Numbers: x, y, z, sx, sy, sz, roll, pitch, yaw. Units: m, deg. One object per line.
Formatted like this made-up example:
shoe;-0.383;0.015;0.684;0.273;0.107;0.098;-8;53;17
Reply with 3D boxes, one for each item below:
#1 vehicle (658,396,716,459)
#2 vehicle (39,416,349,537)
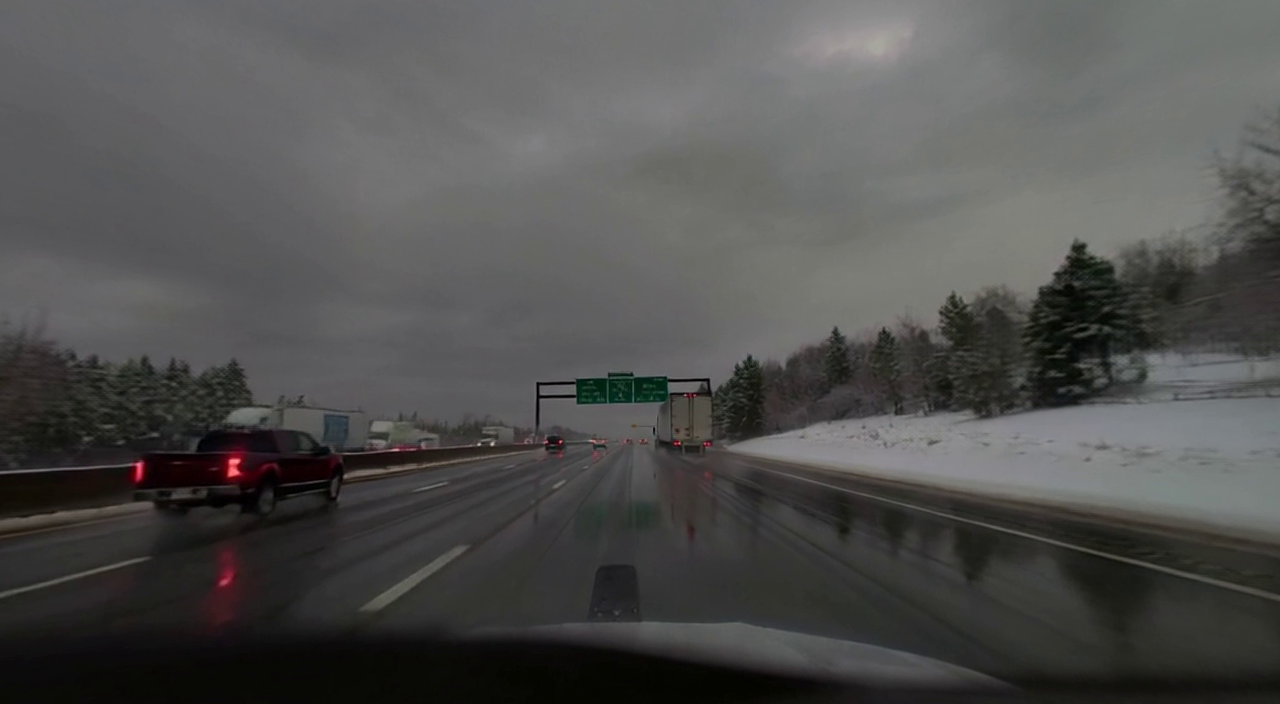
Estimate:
vehicle;2.964;5.250;43.592;2.760;3.710;12.230;0;-7;-1
vehicle;-7.224;2.019;11.023;2.076;1.636;4.597;0;-8;0
